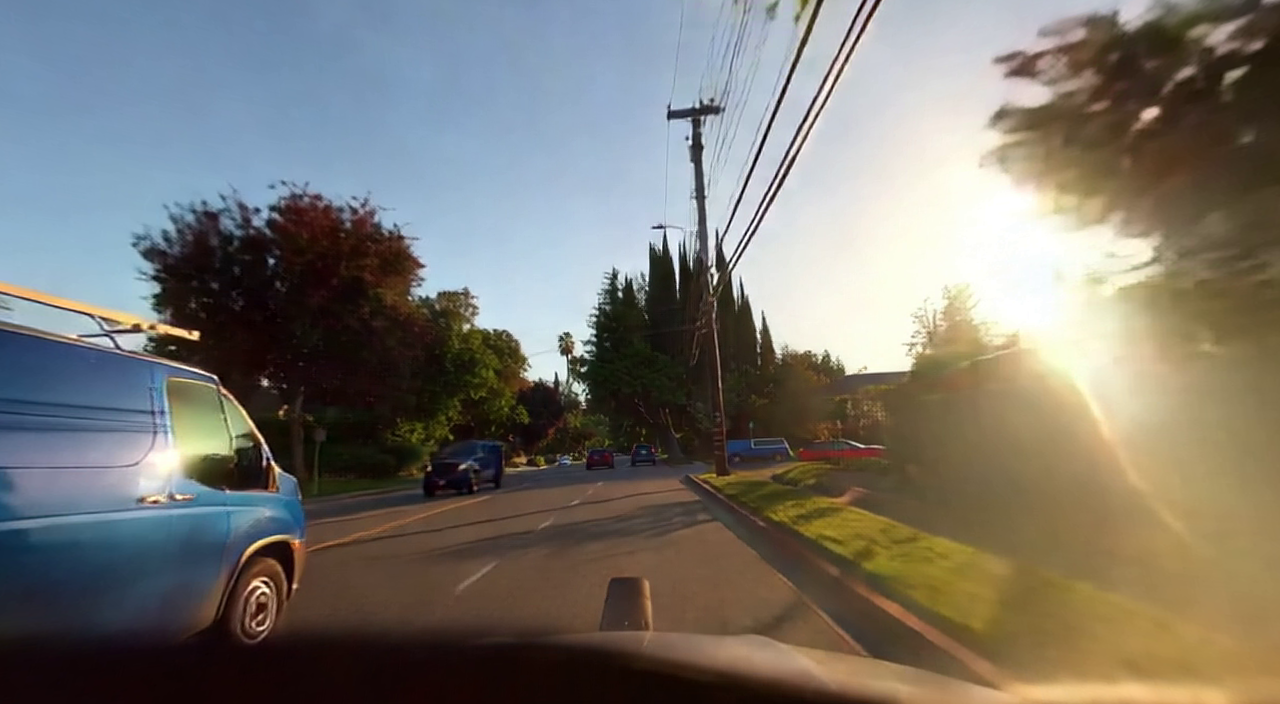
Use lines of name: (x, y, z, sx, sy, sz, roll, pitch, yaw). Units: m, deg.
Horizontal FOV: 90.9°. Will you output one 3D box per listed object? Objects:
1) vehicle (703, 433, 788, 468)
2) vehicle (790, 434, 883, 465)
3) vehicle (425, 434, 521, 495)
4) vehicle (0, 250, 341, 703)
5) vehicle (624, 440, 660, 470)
vehicle: (6.778, 6.280, 40.318, 5.012, 1.711, 2.457, -7, -8, 15)
vehicle: (10.324, 5.152, 33.349, 4.295, 1.505, 1.918, -1, -8, 1)
vehicle: (-6.605, 4.511, 25.693, 2.333, 2.165, 5.436, -1, -9, 1)
vehicle: (-3.625, 0.648, 2.074, 2.336, 2.152, 5.866, 0, -9, 1)
vehicle: (0.133, 6.404, 39.350, 2.120, 1.718, 3.909, 0, -9, 1)
